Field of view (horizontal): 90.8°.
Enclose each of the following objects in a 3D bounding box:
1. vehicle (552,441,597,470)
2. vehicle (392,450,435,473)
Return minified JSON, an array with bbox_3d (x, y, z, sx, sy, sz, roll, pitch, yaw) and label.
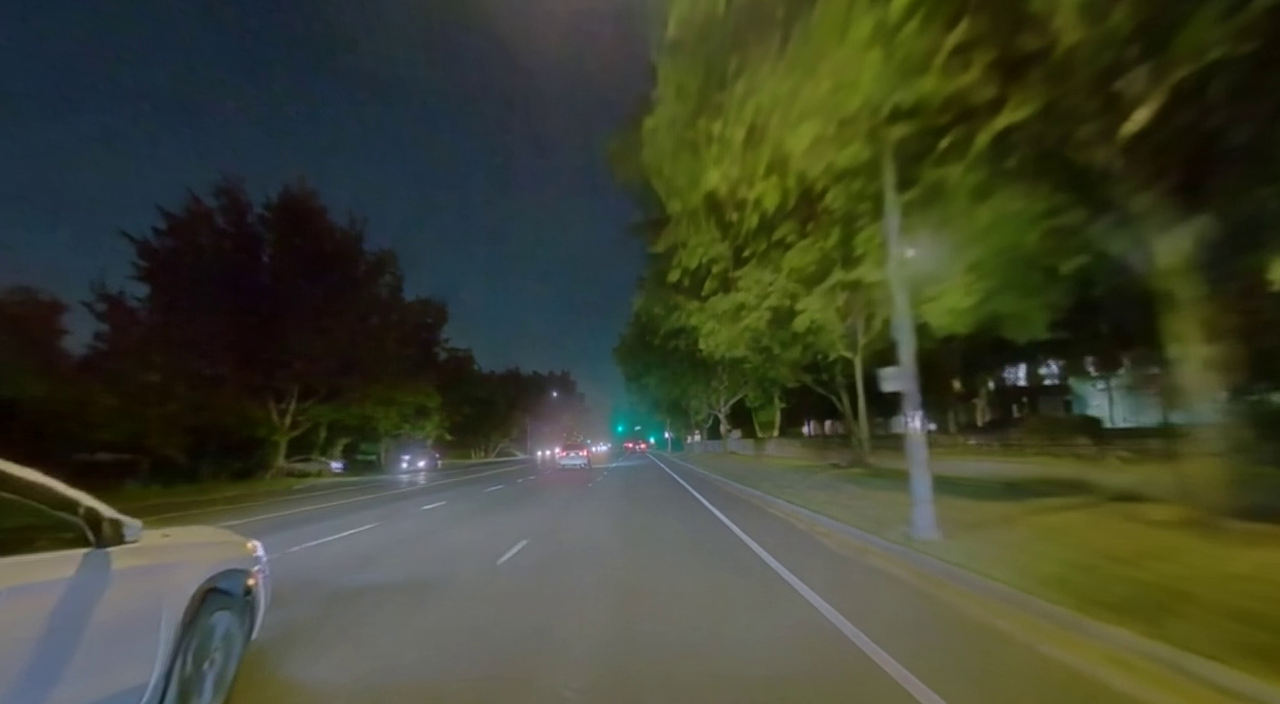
[{"bbox_3d":[-3.502,5.639,34.554,1.992,1.447,4.044,0,-8,0],"label":"vehicle"},{"bbox_3d":[-17.777,8.601,49.793,1.900,1.474,4.431,-4,-7,-2],"label":"vehicle"}]
